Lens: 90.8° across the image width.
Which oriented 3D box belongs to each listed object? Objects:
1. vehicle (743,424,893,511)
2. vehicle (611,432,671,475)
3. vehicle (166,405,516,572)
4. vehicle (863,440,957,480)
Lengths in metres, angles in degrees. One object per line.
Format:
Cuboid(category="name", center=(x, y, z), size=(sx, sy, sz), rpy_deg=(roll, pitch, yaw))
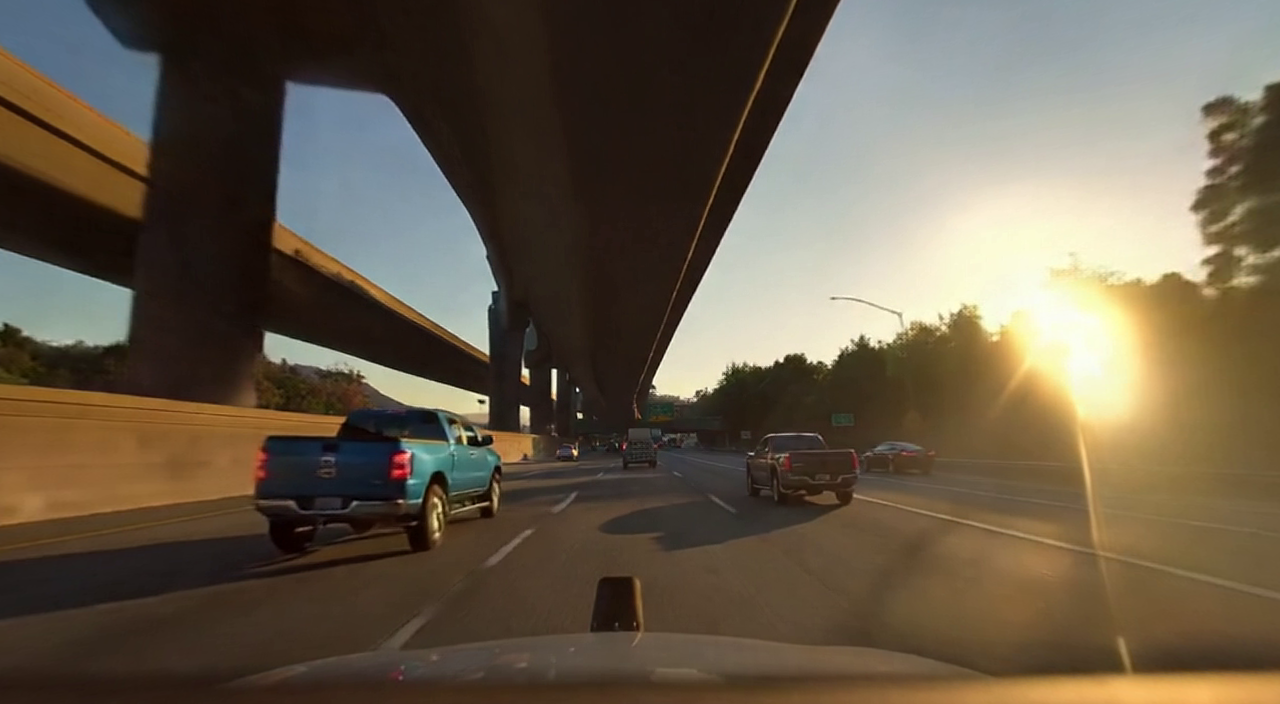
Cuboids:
Cuboid(category="vehicle", center=(3.787, 2.547, 14.296), size=(2.119, 1.653, 4.000), rpy_deg=(0, -9, -2))
Cuboid(category="vehicle", center=(0.051, 4.821, 30.199), size=(2.572, 1.837, 5.693), rpy_deg=(0, -9, 0))
Cuboid(category="vehicle", center=(-3.584, 1.800, 9.099), size=(2.535, 1.715, 5.030), rpy_deg=(0, -9, 0))
Cuboid(category="vehicle", center=(11.060, 4.451, 26.264), size=(1.961, 1.480, 4.331), rpy_deg=(0, -9, -1))
